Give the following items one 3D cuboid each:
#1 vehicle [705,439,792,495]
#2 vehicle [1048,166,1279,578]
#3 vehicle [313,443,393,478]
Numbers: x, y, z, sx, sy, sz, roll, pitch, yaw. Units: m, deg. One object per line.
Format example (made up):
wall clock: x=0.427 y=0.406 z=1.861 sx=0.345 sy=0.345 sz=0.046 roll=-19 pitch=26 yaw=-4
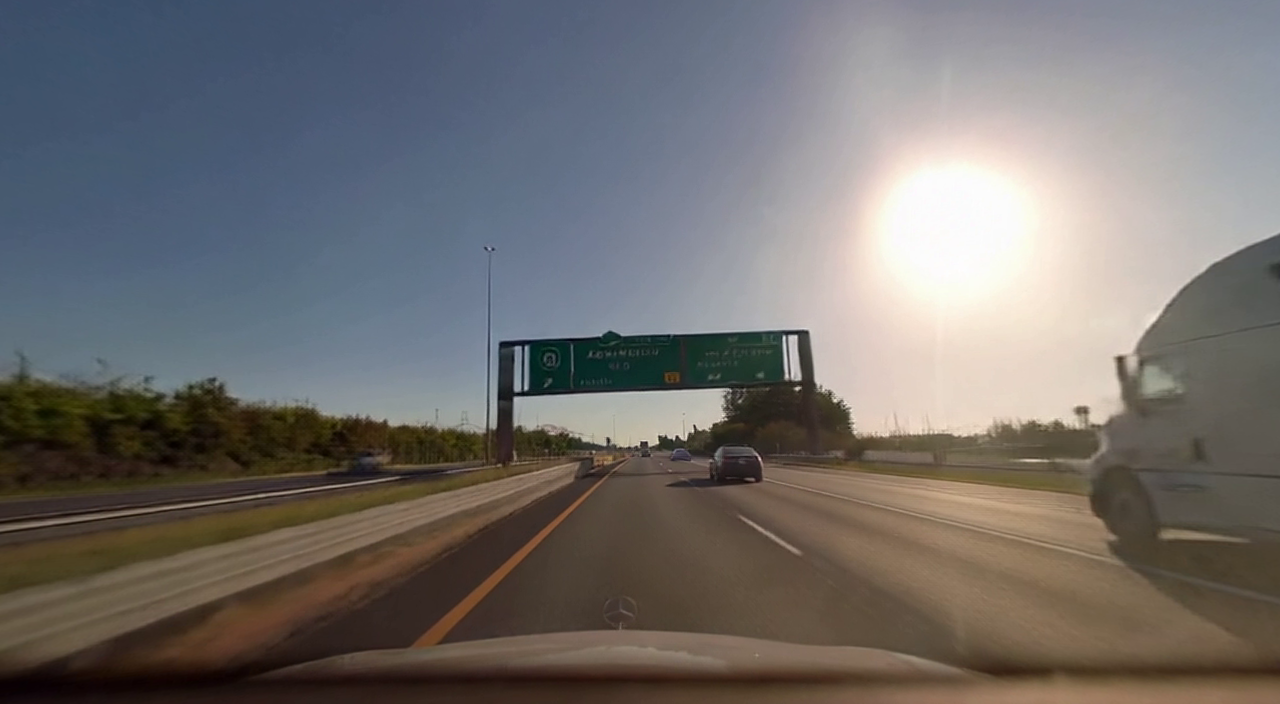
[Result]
vehicle: x=3.322 y=3.605 z=20.004 sx=2.024 sy=1.579 sz=3.707 roll=0 pitch=-9 yaw=-1
vehicle: x=7.736 y=0.279 z=6.754 sx=2.935 sy=3.986 sz=5.201 roll=0 pitch=-9 yaw=0
vehicle: x=-15.057 y=5.712 z=33.299 sx=2.062 sy=1.666 sz=4.521 roll=-1 pitch=-9 yaw=1
